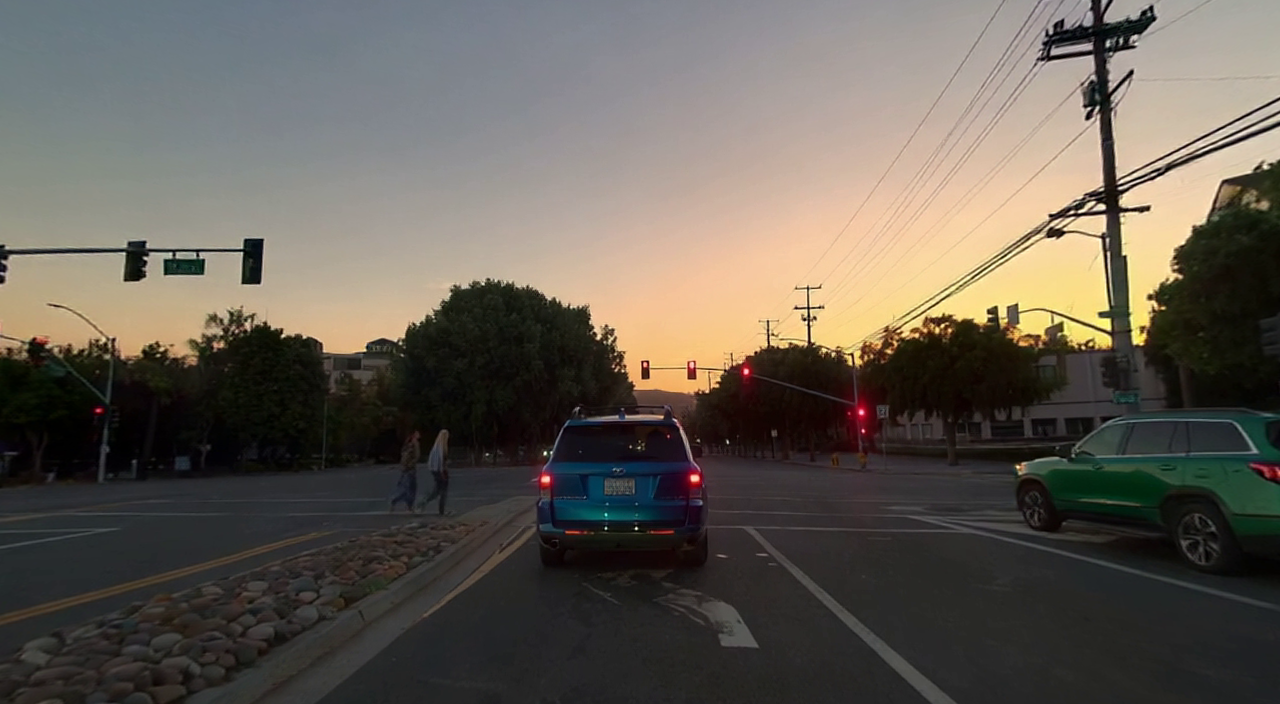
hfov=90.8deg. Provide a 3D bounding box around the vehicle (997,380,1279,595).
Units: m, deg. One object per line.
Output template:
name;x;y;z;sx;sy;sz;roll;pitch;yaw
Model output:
vehicle;6.572;1.433;7.235;2.119;1.827;4.806;0;-9;0

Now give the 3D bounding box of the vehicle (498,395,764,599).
vehicle;-0.111;1.567;7.642;2.285;1.729;4.252;0;-9;-1
